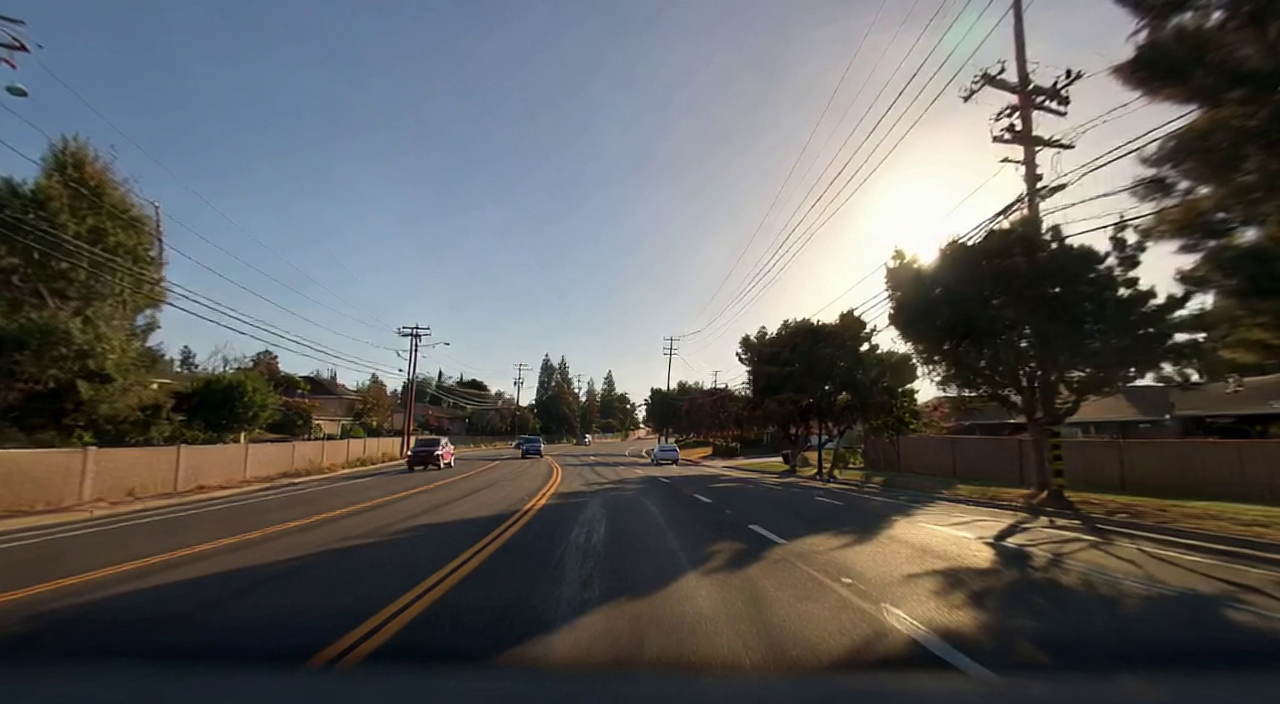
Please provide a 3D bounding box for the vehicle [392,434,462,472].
[{"bbox_3d":[-9.919,4.741,29.760,2.169,1.656,4.378,0,-9,-6],"label":"vehicle"}]

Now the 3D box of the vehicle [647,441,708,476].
[{"bbox_3d":[1.612,4.844,28.775,1.982,1.451,4.152,1,-9,-7],"label":"vehicle"}]

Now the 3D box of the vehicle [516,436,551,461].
[{"bbox_3d":[-7.860,7.174,46.909,2.205,1.769,4.589,0,-9,-5],"label":"vehicle"}]
